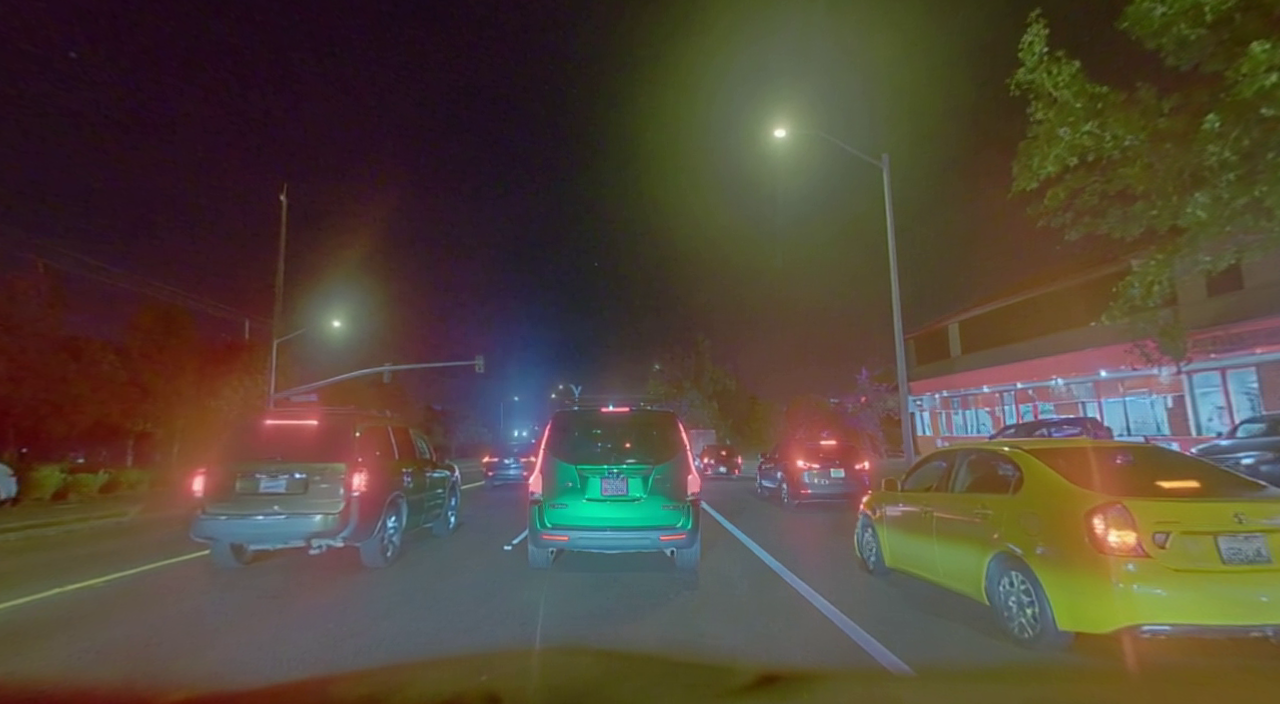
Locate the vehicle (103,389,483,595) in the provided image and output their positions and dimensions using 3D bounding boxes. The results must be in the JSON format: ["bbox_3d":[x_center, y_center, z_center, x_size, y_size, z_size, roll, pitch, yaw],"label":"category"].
[{"bbox_3d":[-3.689,1.590,7.998,2.231,1.853,4.461,0,-9,0],"label":"vehicle"}]

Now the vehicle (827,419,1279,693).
[{"bbox_3d":[3.360,1.439,5.694,1.900,1.477,4.352,0,-9,-2],"label":"vehicle"}]

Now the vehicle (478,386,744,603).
[{"bbox_3d":[-0.293,1.515,7.526,2.238,1.825,4.190,0,-9,-1],"label":"vehicle"}]

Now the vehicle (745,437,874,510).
[{"bbox_3d":[3.923,2.865,15.411,1.875,1.521,4.192,0,-9,-1],"label":"vehicle"}]
